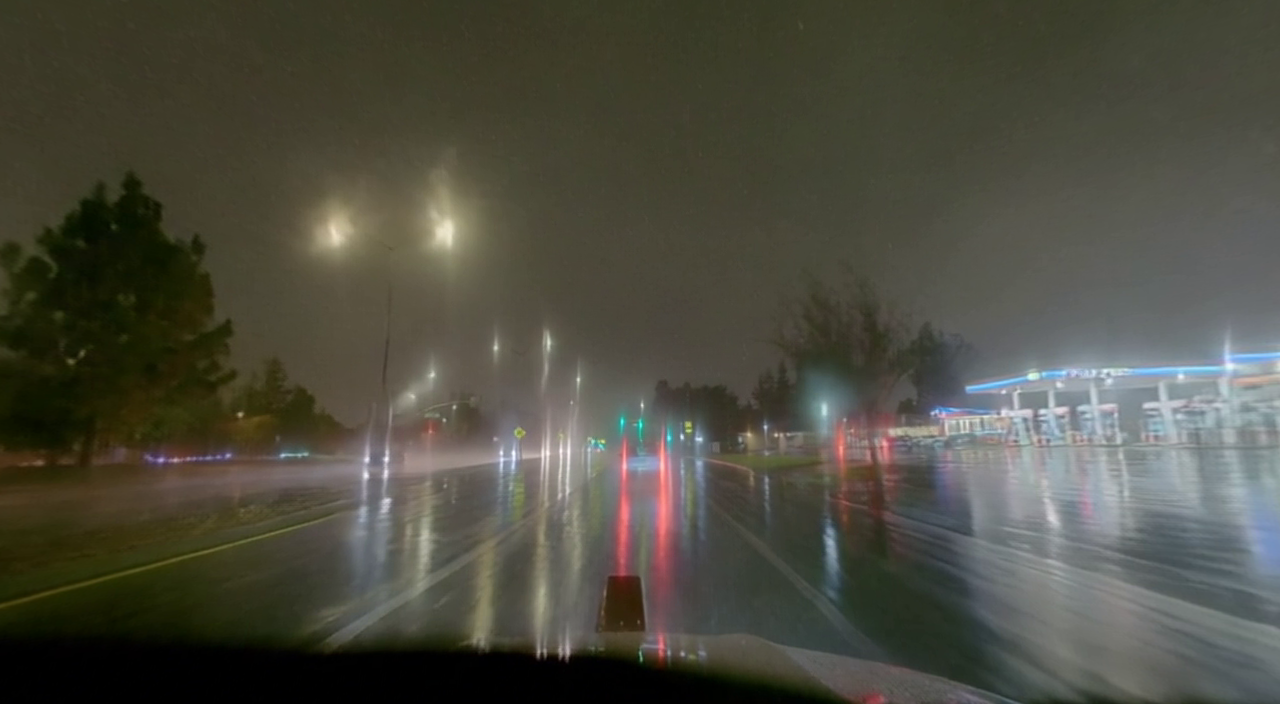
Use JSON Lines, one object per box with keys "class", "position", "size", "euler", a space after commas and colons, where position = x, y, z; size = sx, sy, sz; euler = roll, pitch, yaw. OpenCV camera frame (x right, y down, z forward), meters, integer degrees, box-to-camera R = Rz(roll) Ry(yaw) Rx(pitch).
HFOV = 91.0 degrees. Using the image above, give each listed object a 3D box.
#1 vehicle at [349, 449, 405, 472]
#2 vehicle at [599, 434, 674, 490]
{"class": "vehicle", "position": [-19.002, 7.815, 45.673], "size": [1.940, 1.525, 4.654], "euler": [0, -8, 1]}
{"class": "vehicle", "position": [-0.073, 3.373, 19.603], "size": [2.062, 1.519, 4.214], "euler": [0, -8, 0]}
